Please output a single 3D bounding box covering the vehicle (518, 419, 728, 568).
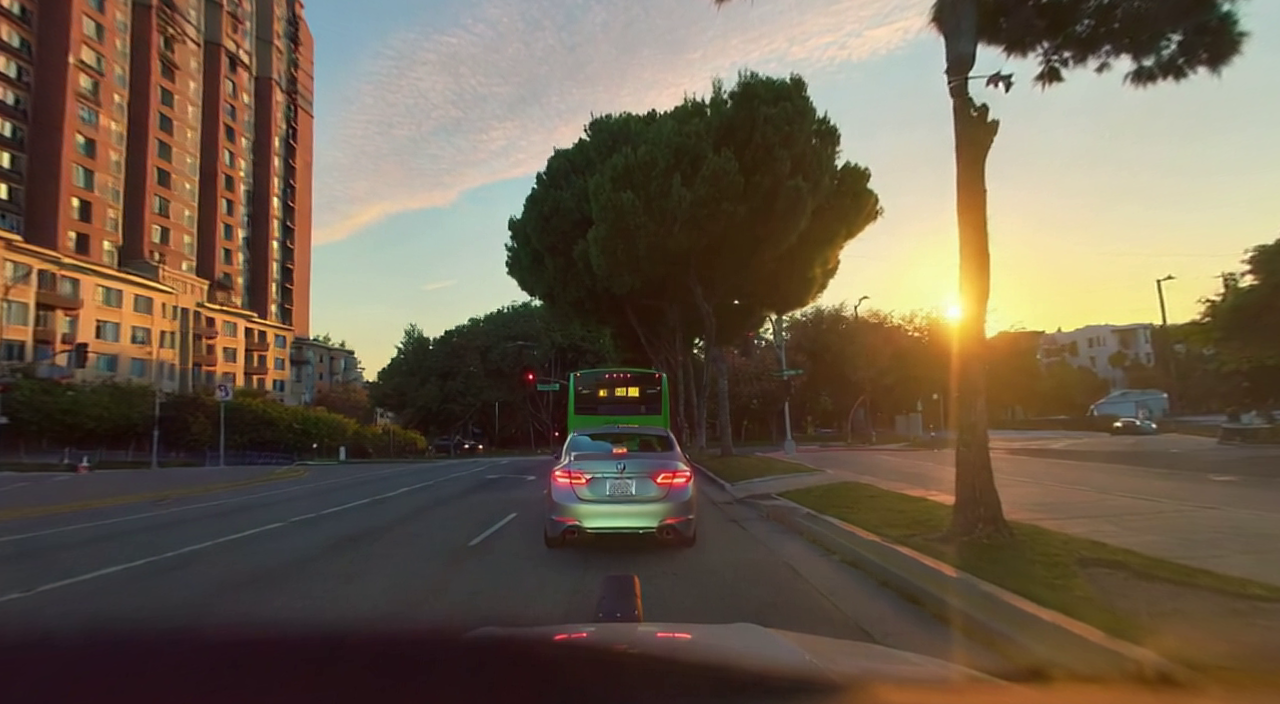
[{"bbox_3d":[-0.215,1.654,8.204,2.064,1.452,3.942,0,-8,-2],"label":"vehicle"}]
